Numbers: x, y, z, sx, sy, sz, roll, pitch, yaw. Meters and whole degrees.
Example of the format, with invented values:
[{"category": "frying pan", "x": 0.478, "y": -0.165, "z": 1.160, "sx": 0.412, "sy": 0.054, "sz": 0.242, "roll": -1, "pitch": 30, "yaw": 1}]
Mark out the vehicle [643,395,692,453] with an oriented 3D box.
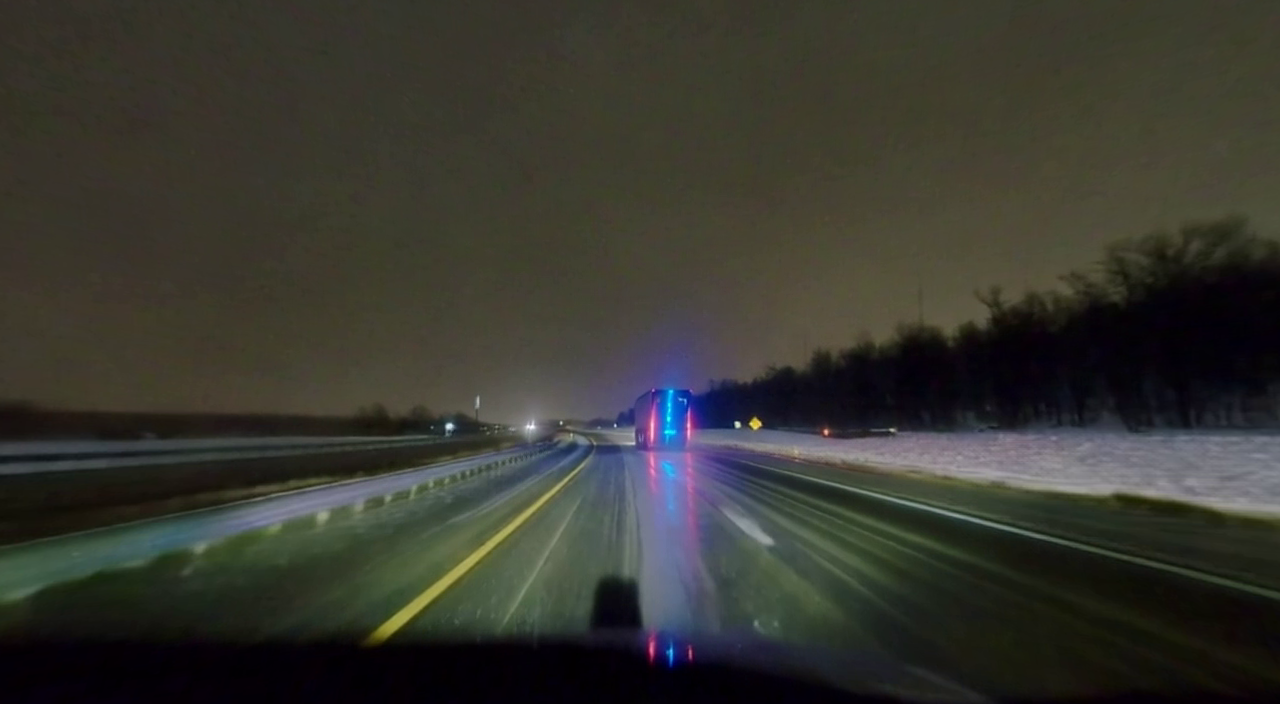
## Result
[{"category": "vehicle", "x": 1.879, "y": 5.420, "z": 46.817, "sx": 2.949, "sy": 3.877, "sz": 8.528, "roll": 0, "pitch": -8, "yaw": -2}]
